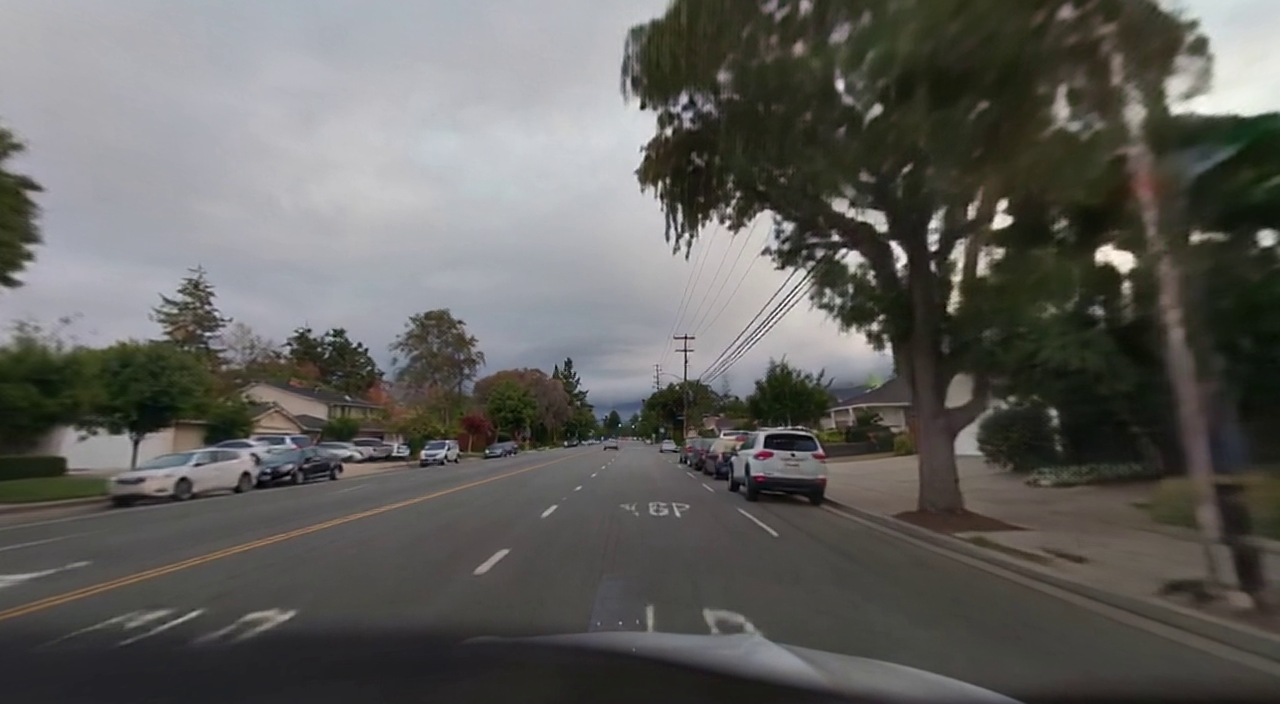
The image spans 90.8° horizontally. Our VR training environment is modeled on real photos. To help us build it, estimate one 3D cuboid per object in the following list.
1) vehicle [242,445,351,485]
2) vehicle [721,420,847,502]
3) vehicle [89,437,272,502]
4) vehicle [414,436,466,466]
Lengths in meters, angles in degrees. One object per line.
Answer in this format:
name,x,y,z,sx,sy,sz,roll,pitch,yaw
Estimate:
vehicle,-13.927,4.578,25.983,1.887,1.490,4.656,0,-9,0
vehicle,3.414,2.701,15.987,2.045,1.746,4.564,0,-9,-1
vehicle,-13.970,3.585,19.713,1.913,1.745,4.992,0,-9,1
vehicle,-13.786,6.809,43.808,2.137,1.852,4.541,-2,-8,0
